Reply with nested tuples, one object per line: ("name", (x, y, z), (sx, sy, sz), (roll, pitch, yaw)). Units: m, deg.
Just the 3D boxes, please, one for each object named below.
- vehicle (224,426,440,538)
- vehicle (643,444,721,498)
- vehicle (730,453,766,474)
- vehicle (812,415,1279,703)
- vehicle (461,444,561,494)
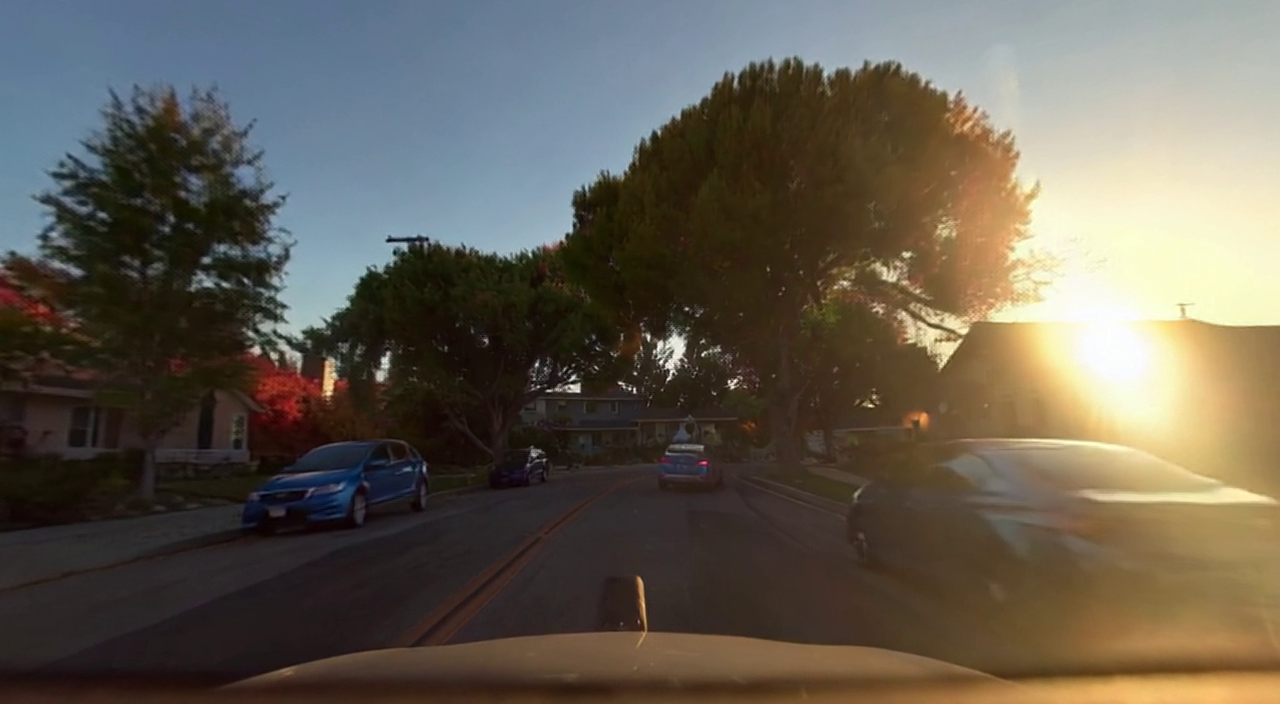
("vehicle", (-6.154, 2.640, 13.463), (2.235, 1.851, 4.662), (-3, -9, 1))
("vehicle", (1.385, 3.647, 19.866), (2.192, 1.474, 4.192), (-1, -9, 6))
("vehicle", (8.303, 8.589, 48.924), (2.089, 1.462, 4.529), (0, -9, 2))
("vehicle", (3.500, 1.422, 5.530), (2.429, 1.502, 4.474), (1, -9, -4))
("vehicle", (-5.126, 4.732, 25.998), (2.641, 1.747, 4.738), (-3, -9, 7))
